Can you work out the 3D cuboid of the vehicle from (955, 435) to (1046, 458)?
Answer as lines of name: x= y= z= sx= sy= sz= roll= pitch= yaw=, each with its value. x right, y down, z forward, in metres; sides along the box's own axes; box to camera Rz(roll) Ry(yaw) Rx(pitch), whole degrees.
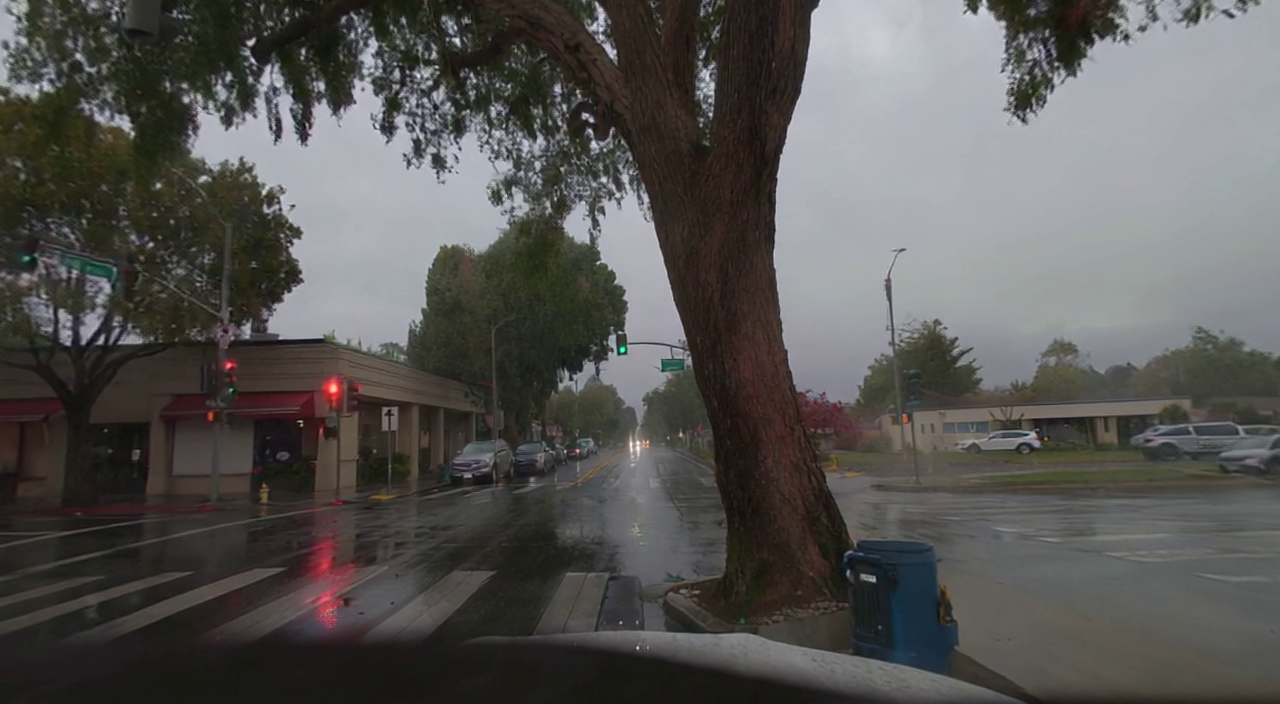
vehicle: x=24.986 y=6.550 z=43.850 sx=5.172 sy=1.515 sz=1.851 roll=0 pitch=-9 yaw=-2

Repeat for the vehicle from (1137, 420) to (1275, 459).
vehicle: x=33.255 y=5.164 z=37.261 sx=5.969 sy=2.149 sz=2.331 roll=0 pitch=-9 yaw=-3

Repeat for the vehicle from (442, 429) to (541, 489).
vehicle: x=-6.519 y=4.829 z=28.951 sx=2.896 sy=2.339 sz=7.322 roll=0 pitch=-9 yaw=-1

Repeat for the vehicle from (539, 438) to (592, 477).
vehicle: x=-3.666 y=5.282 z=31.916 sx=2.120 sy=1.783 sz=4.788 roll=0 pitch=-9 yaw=0
